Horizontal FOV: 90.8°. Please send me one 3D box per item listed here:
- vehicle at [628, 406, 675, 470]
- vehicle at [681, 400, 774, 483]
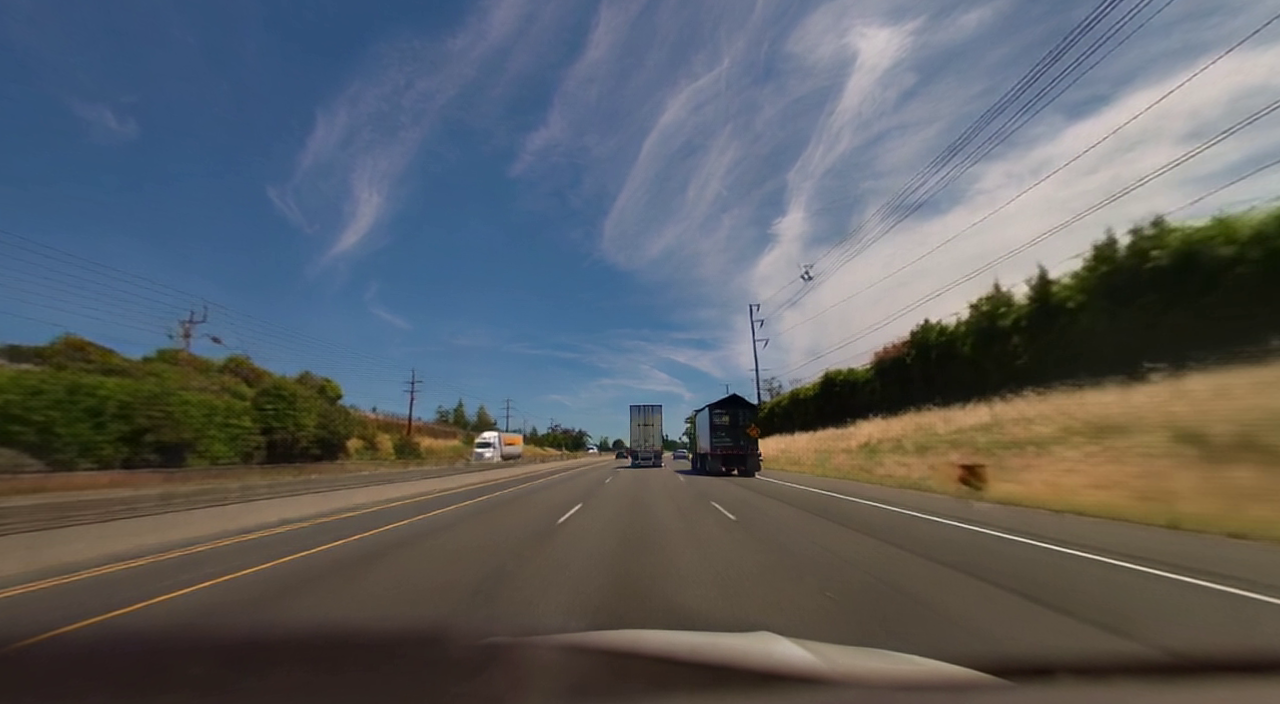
[{"bbox_3d":[0.621,6.592,47.035,2.997,4.076,13.224,0,-9,-1],"label":"vehicle"},{"bbox_3d":[3.885,4.367,30.368,2.938,3.378,8.820,0,-9,-2],"label":"vehicle"}]
